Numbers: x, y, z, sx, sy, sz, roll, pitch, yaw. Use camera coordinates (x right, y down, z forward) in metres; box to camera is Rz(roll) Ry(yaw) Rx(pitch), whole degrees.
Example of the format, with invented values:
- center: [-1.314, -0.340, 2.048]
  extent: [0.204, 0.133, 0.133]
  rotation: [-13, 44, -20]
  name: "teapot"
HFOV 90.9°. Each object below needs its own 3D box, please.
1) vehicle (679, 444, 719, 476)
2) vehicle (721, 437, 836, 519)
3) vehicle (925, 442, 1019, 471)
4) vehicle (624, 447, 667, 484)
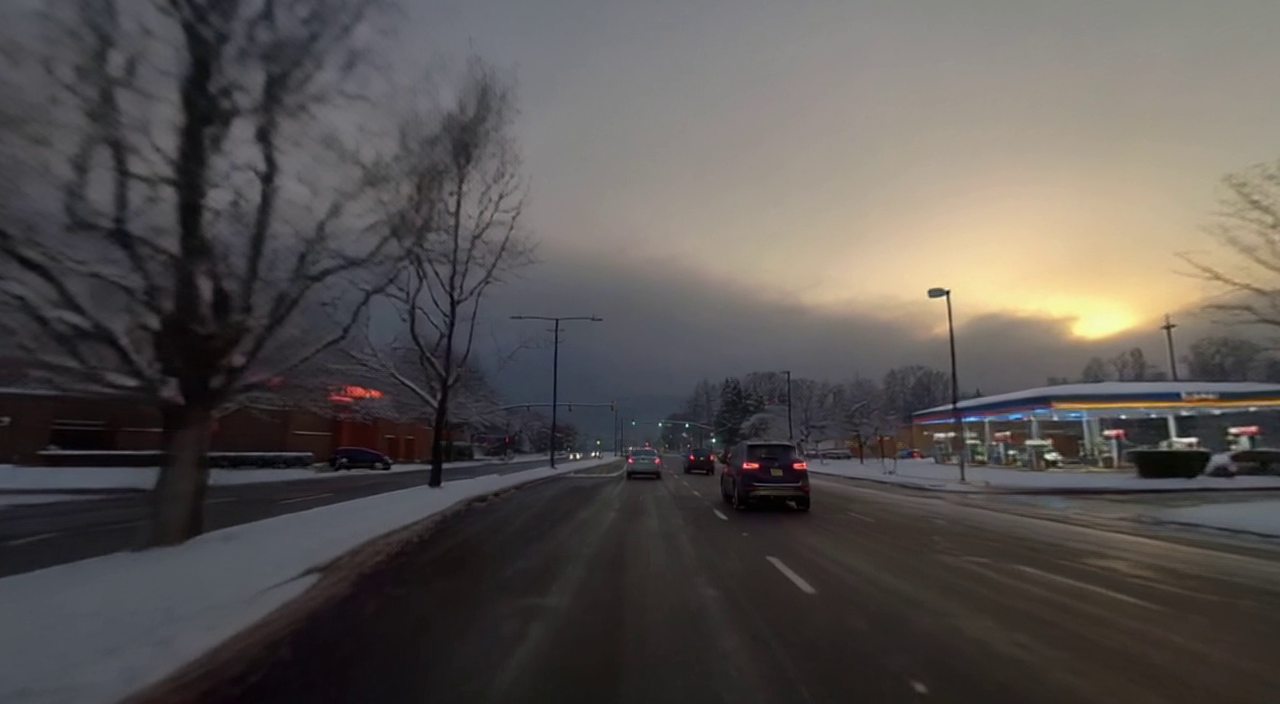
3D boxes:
- center: [3.806, 7.052, 41.540]
  extent: [2.154, 1.975, 4.634]
  rotation: [0, -8, 0]
  name: "vehicle"
- center: [3.254, 3.022, 15.648]
  extent: [1.872, 1.752, 3.896]
  rotation: [0, -8, -1]
  name: "vehicle"
- center: [21.692, 6.818, 41.280]
  extent: [4.831, 1.816, 2.295]
  rotation: [0, -8, -2]
  name: "vehicle"
- center: [0.265, 5.538, 30.944]
  extent: [1.991, 1.664, 3.814]
  rotation: [0, -8, 0]
  name: "vehicle"
